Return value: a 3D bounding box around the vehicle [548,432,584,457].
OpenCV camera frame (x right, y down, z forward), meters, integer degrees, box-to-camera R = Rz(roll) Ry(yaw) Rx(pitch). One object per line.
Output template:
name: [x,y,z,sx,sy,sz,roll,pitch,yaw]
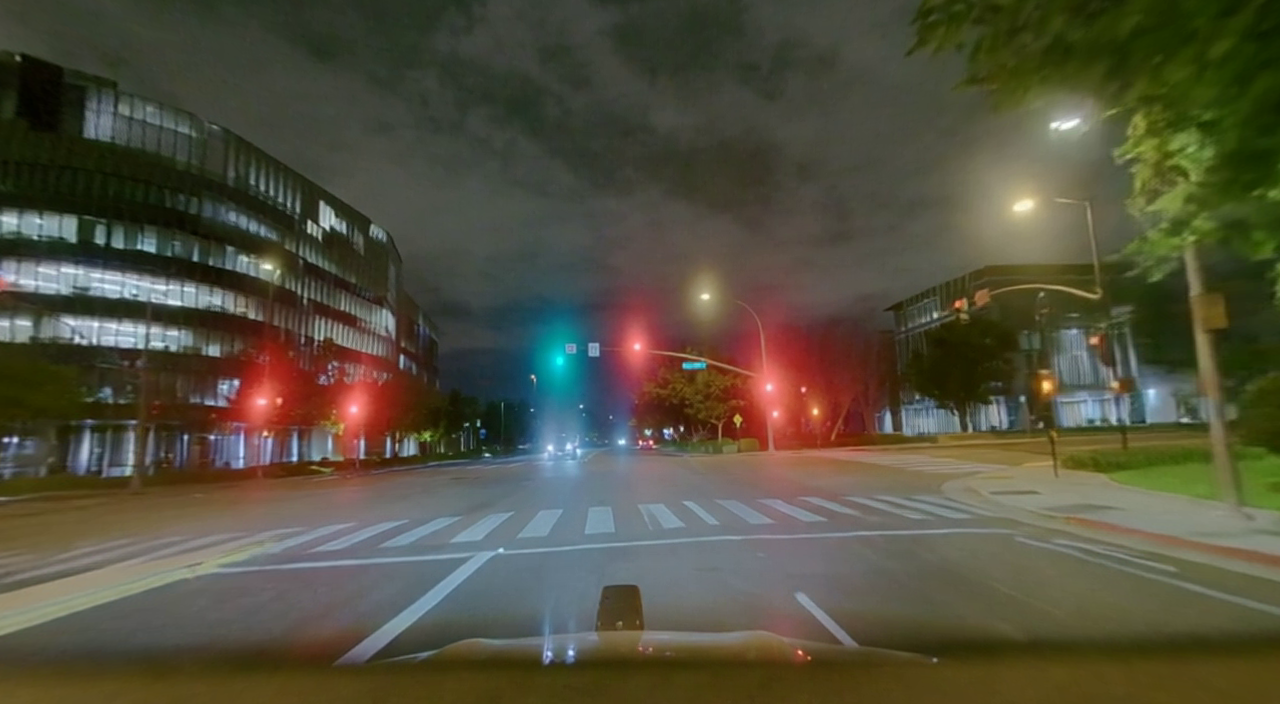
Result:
vehicle: [-5.235,6.623,45.083,1.988,1.666,4.074,0,-9,1]
